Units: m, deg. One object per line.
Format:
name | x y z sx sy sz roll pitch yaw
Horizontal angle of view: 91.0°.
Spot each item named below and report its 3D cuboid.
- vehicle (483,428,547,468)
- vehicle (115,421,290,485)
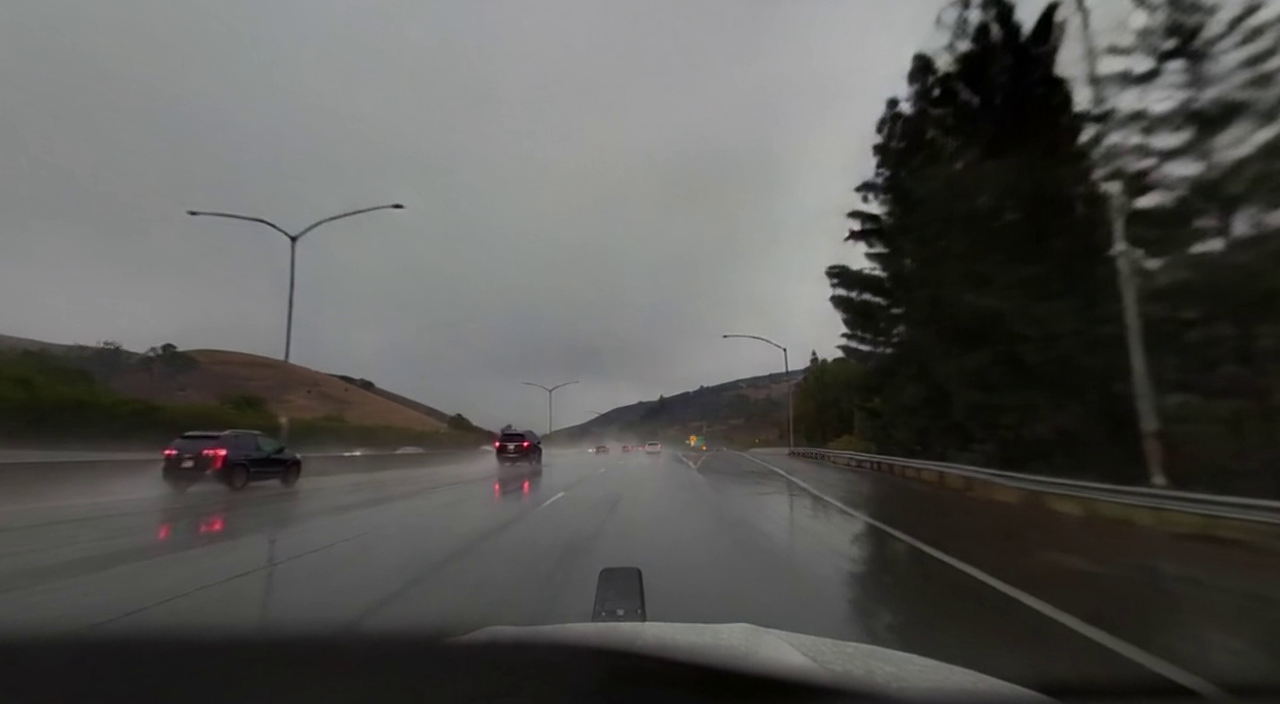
vehicle | -6.513 5.089 33.436 2.219 1.947 4.924 0 -9 2
vehicle | -13.903 3.263 20.526 2.079 1.822 4.893 0 -9 1
